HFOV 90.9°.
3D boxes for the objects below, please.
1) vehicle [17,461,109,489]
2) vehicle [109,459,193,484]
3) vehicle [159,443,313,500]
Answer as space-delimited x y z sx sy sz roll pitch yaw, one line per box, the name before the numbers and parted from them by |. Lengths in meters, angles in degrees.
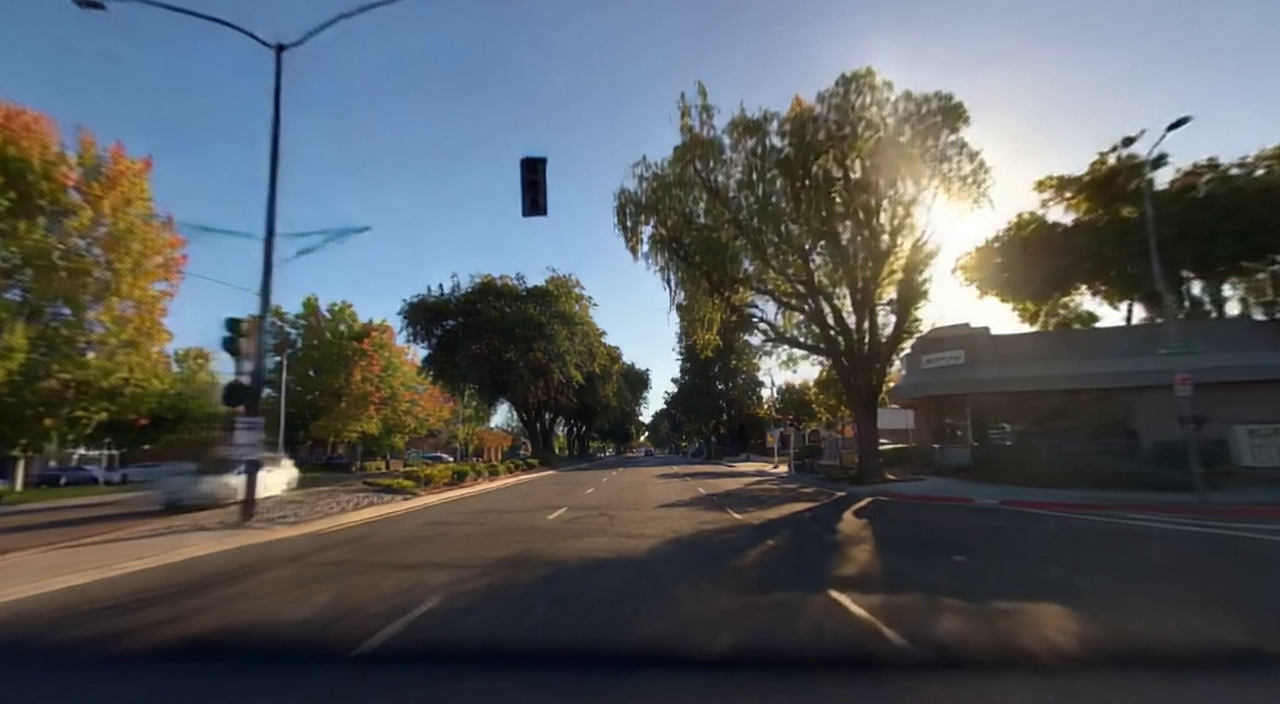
vehicle | -37.211 7.928 40.803 1.796 1.451 4.459 -4 -8 0
vehicle | -31.818 7.764 41.183 1.876 1.470 4.706 1 -9 -2
vehicle | -12.230 3.613 19.496 1.882 1.541 4.280 0 -9 0
